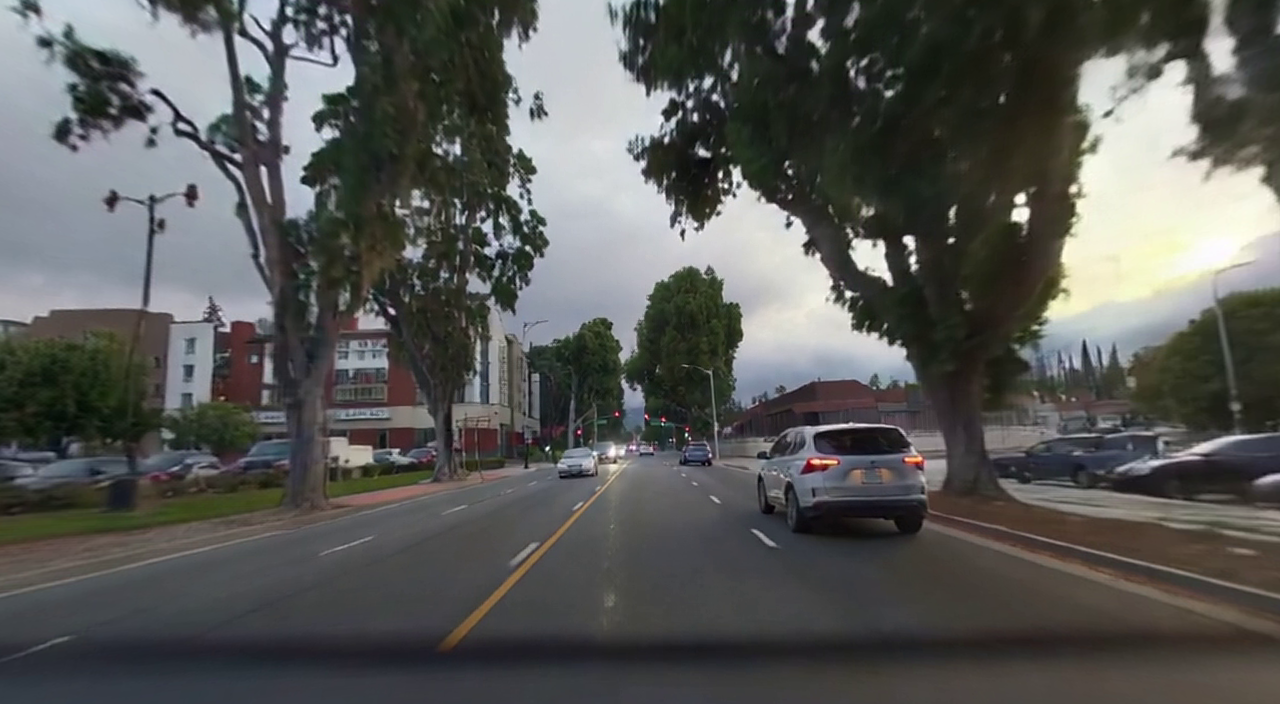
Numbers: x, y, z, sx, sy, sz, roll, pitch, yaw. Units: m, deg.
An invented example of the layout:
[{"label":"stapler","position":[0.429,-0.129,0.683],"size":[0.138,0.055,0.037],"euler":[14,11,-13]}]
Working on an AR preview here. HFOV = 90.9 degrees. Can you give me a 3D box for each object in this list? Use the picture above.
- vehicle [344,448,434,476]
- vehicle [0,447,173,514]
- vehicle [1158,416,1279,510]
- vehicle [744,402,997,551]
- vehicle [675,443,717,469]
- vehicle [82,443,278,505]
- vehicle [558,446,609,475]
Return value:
[{"label":"vehicle","position":[-14.352,6.269,36.189],"size":[4.318,1.483,1.994],"euler":[7,-11,-41]},{"label":"vehicle","position":[-15.078,3.395,16.831],"size":[3.993,1.566,2.114],"euler":[5,-12,-33]},{"label":"vehicle","position":[12.165,1.978,11.465],"size":[3.671,1.529,2.056],"euler":[0,-9,-3]},{"label":"vehicle","position":[3.331,1.950,10.573],"size":[2.251,1.861,5.144],"euler":[0,-9,0]},{"label":"vehicle","position":[3.406,6.394,38.975],"size":[2.072,1.471,4.834],"euler":[0,-9,-1]},{"label":"vehicle","position":[-14.834,3.867,20.513],"size":[4.835,1.766,2.076],"euler":[7,-11,-41]},{"label":"vehicle","position":[-2.901,5.679,33.276],"size":[2.133,1.439,4.280],"euler":[-1,-9,3]}]
